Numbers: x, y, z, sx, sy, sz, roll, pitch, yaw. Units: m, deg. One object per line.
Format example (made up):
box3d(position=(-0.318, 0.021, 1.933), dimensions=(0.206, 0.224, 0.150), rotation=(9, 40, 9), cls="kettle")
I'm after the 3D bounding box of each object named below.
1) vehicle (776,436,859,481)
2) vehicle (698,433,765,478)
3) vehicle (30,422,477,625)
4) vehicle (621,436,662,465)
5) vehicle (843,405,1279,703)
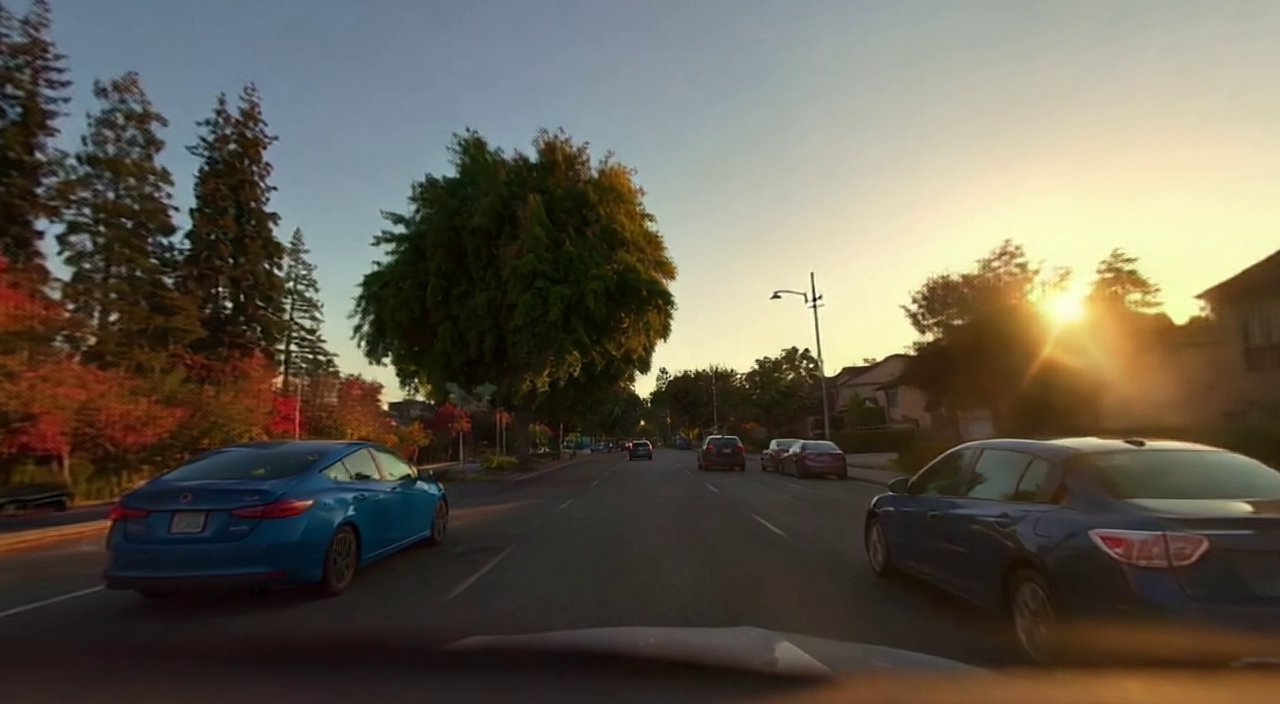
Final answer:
box3d(position=(7.001, 4.230, 25.261), dimensions=(1.933, 1.647, 4.487), rotation=(0, -8, -1), cls="vehicle")
box3d(position=(3.619, 4.191, 25.674), dimensions=(2.019, 1.675, 4.488), rotation=(0, -8, 0), cls="vehicle")
box3d(position=(-3.471, 1.604, 6.984), dimensions=(1.997, 1.479, 4.547), rotation=(0, -8, 1), cls="vehicle")
box3d(position=(0.092, 5.933, 37.882), dimensions=(2.293, 1.662, 4.262), rotation=(0, -8, 0), cls="vehicle")
box3d(position=(3.320, 1.281, 4.791), dimensions=(2.060, 1.474, 4.475), rotation=(0, -8, 0), cls="vehicle")
